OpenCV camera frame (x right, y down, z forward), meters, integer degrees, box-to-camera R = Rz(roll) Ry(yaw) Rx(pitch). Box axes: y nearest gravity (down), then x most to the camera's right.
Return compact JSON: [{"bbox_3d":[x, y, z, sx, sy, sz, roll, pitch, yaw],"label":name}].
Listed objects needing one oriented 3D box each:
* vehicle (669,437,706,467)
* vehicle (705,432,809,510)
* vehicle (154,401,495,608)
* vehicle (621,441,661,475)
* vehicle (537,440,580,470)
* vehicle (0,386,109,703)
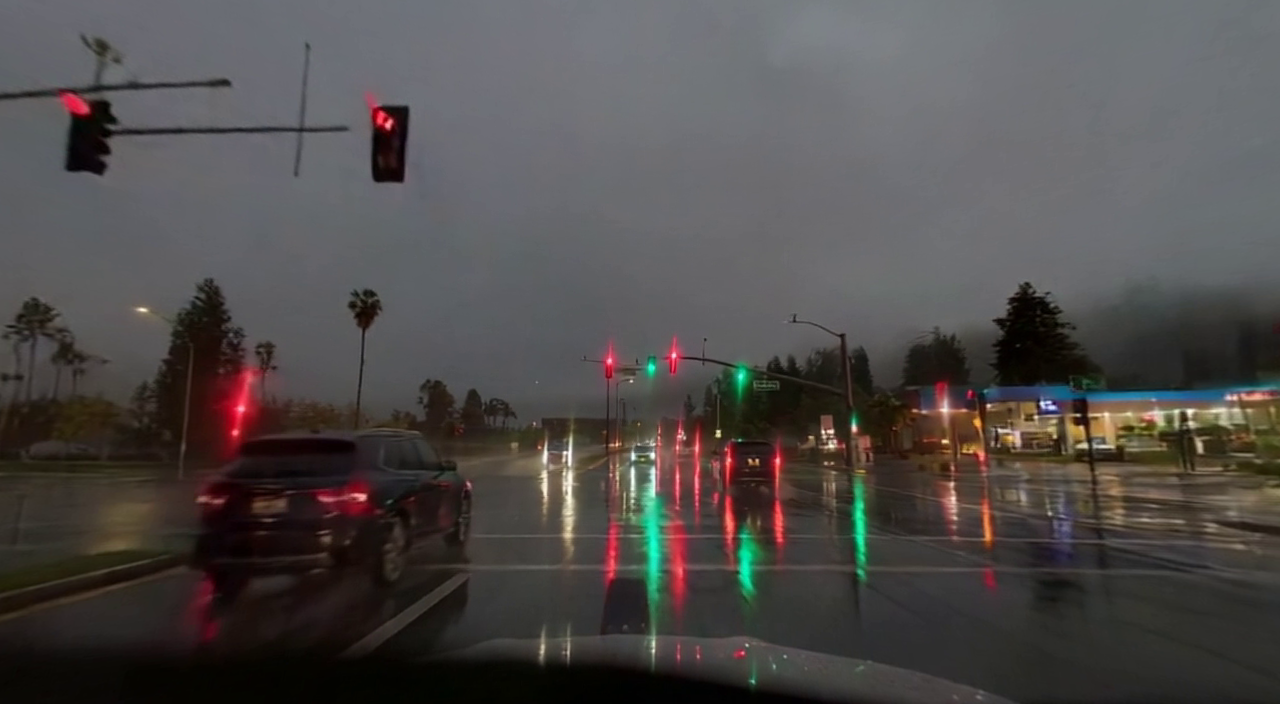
[{"bbox_3d":[3.240,6.964,43.961,2.154,1.975,4.634,0,-8,-1],"label":"vehicle"},{"bbox_3d":[2.857,2.979,16.235,1.872,1.752,3.896,0,-8,-1],"label":"vehicle"},{"bbox_3d":[-3.320,1.679,7.888,1.972,1.827,4.433,0,-8,0],"label":"vehicle"},{"bbox_3d":[0.026,5.580,33.441,1.991,1.664,3.814,0,-8,-1],"label":"vehicle"},{"bbox_3d":[-5.300,6.768,41.529,2.126,1.790,4.332,2,-8,1],"label":"vehicle"},{"bbox_3d":[-3.280,0.680,0.595,1.788,1.600,4.298,0,-8,0],"label":"vehicle"}]
